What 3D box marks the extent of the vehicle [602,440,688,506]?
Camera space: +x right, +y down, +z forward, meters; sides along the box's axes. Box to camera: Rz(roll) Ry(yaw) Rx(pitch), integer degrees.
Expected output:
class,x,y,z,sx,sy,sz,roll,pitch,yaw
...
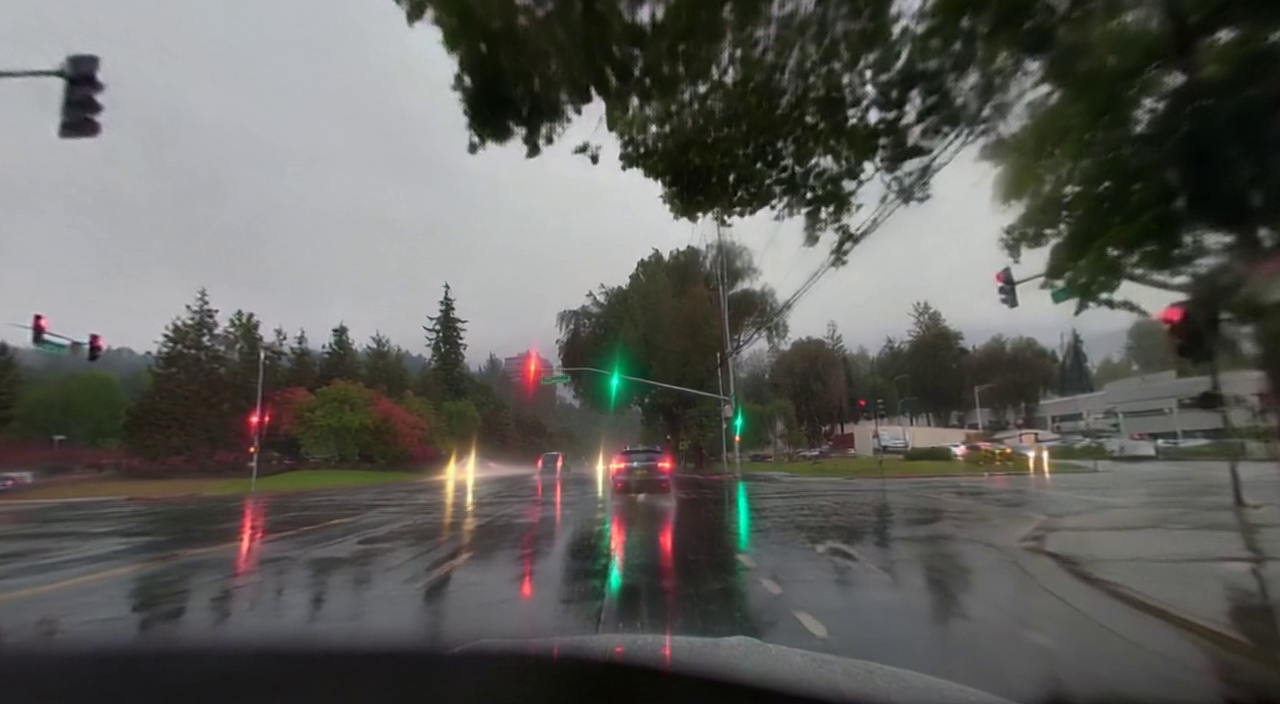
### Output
class,x,y,z,sx,sy,sz,roll,pitch,yaw
vehicle,0.093,3.356,17.971,2.156,1.636,3.923,0,-9,-1

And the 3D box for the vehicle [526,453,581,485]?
class,x,y,z,sx,sy,sz,roll,pitch,yaw
vehicle,-4.285,5.872,32.024,2.153,1.474,4.284,0,-9,0
